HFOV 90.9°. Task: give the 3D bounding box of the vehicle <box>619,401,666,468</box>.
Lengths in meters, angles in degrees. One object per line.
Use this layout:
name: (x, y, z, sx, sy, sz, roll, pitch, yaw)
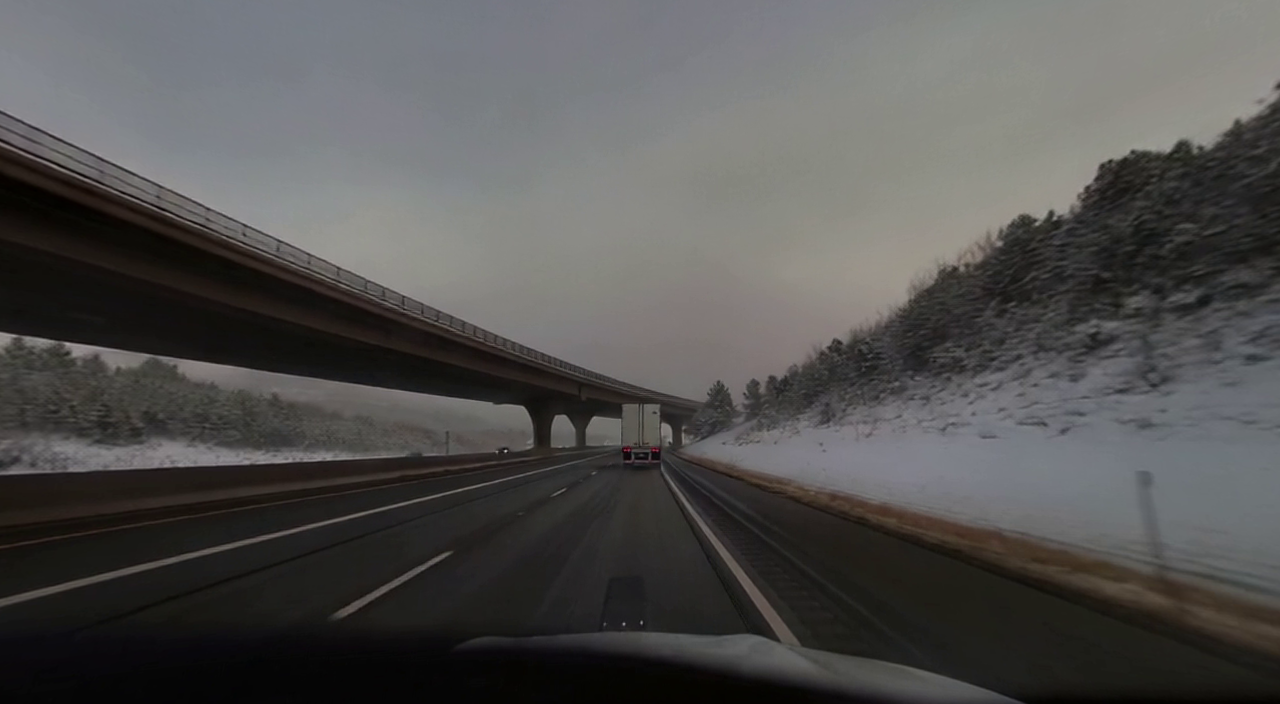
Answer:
vehicle: (0.118, 5.807, 43.652, 2.866, 4.014, 11.261, 0, -9, 0)
